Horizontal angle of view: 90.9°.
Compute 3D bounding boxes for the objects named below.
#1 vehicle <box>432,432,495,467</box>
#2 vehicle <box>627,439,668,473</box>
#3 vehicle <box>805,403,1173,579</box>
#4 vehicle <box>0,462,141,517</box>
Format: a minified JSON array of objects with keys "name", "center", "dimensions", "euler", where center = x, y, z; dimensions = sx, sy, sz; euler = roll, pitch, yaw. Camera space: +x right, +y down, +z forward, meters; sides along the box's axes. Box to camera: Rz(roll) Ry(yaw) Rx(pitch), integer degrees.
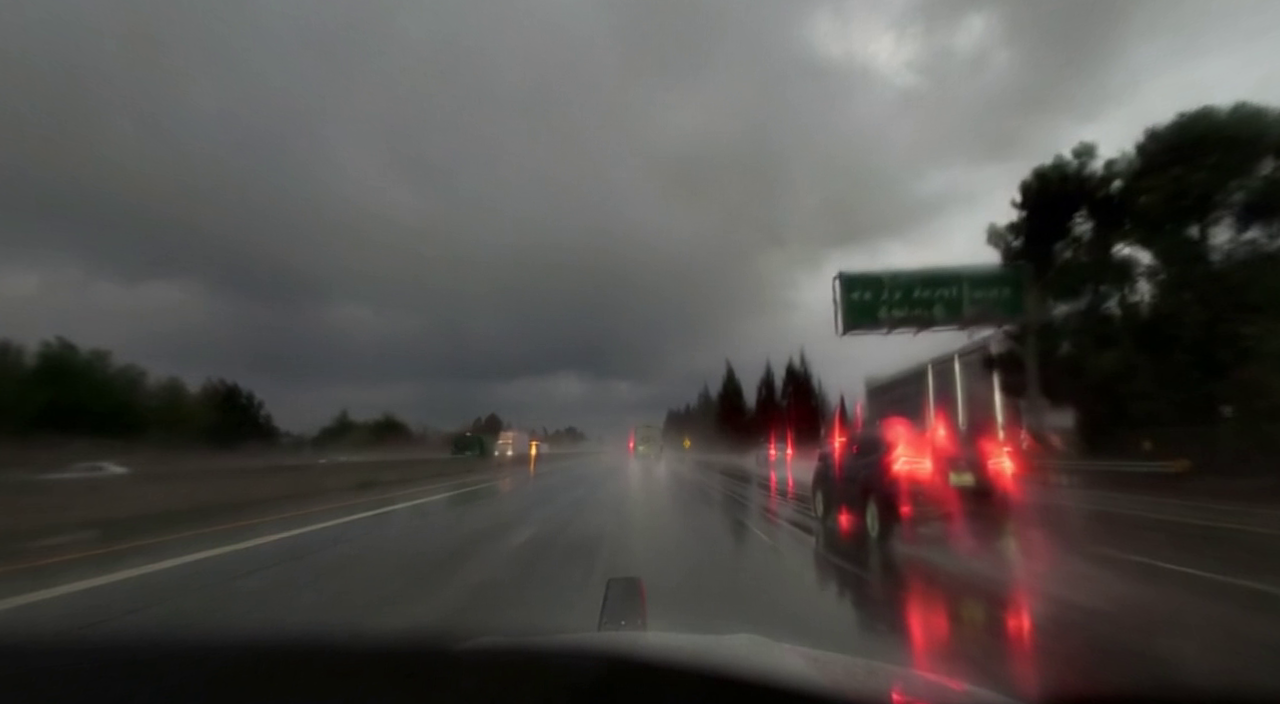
[{"name":"vehicle","center":[-11.925,6.692,43.115],"dimensions":[2.304,2.203,6.144],"euler":[-1,-9,3]},{"name":"vehicle","center":[0.394,5.433,32.995],"dimensions":[2.015,1.639,4.086],"euler":[0,-9,0]},{"name":"vehicle","center":[3.863,1.670,8.359],"dimensions":[2.008,1.595,5.082],"euler":[0,-9,1]},{"name":"vehicle","center":[-19.201,4.368,20.537],"dimensions":[1.889,1.486,4.749],"euler":[0,-9,1]}]
